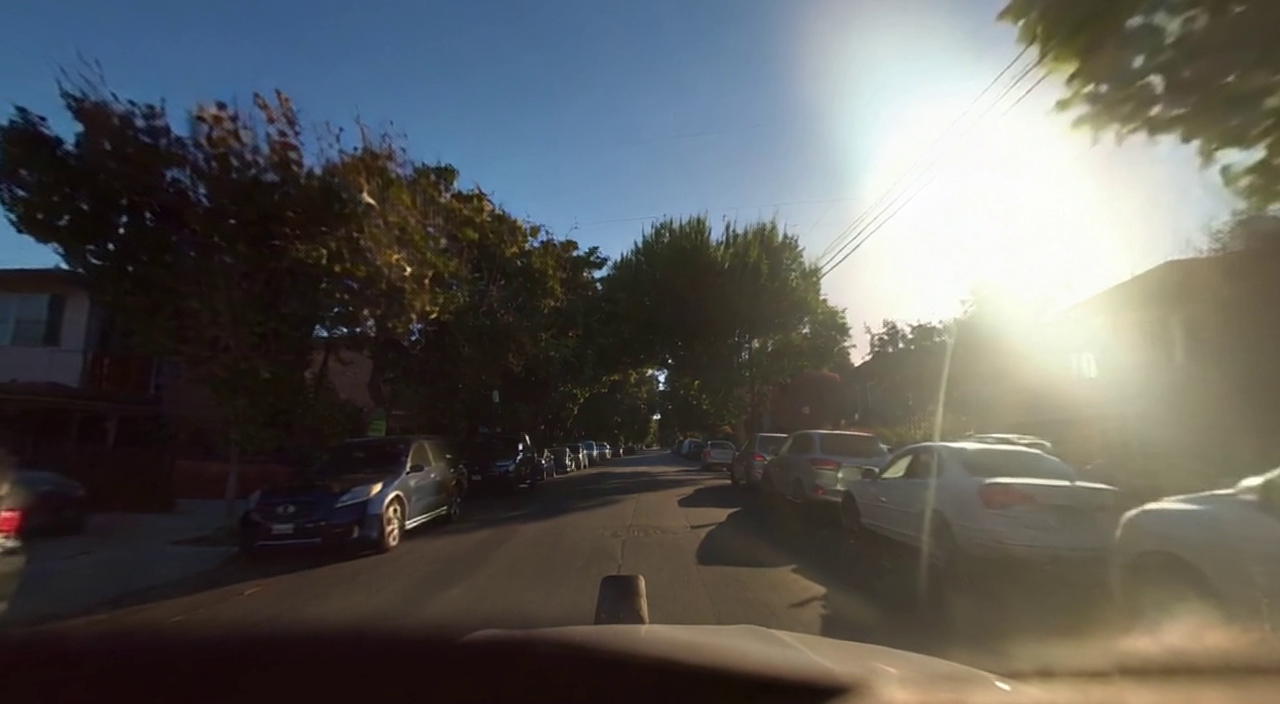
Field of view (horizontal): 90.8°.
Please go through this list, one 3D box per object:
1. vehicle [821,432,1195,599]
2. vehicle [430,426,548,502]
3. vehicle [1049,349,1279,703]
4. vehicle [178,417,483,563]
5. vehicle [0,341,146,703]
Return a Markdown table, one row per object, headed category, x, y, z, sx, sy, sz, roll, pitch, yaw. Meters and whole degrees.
| category | x | y | z | sx | sy | sz | roll | pitch | yaw |
| --- | --- | --- | --- | --- | --- | --- | --- | --- | --- |
| vehicle | 3.880 | 1.755 | 7.779 | 1.808 | 1.437 | 4.337 | 1 | -8 | -3 |
| vehicle | -4.686 | 3.590 | 20.750 | 2.461 | 2.145 | 5.415 | 0 | -8 | 1 |
| vehicle | 3.789 | 0.728 | 1.931 | 1.994 | 1.710 | 4.699 | 0 | -8 | 1 |
| vehicle | -4.817 | 2.241 | 11.219 | 2.683 | 1.923 | 5.421 | 0 | -8 | 0 |
| vehicle | -4.935 | 0.756 | 1.959 | 2.390 | 2.123 | 5.371 | 0 | -8 | 0 |
